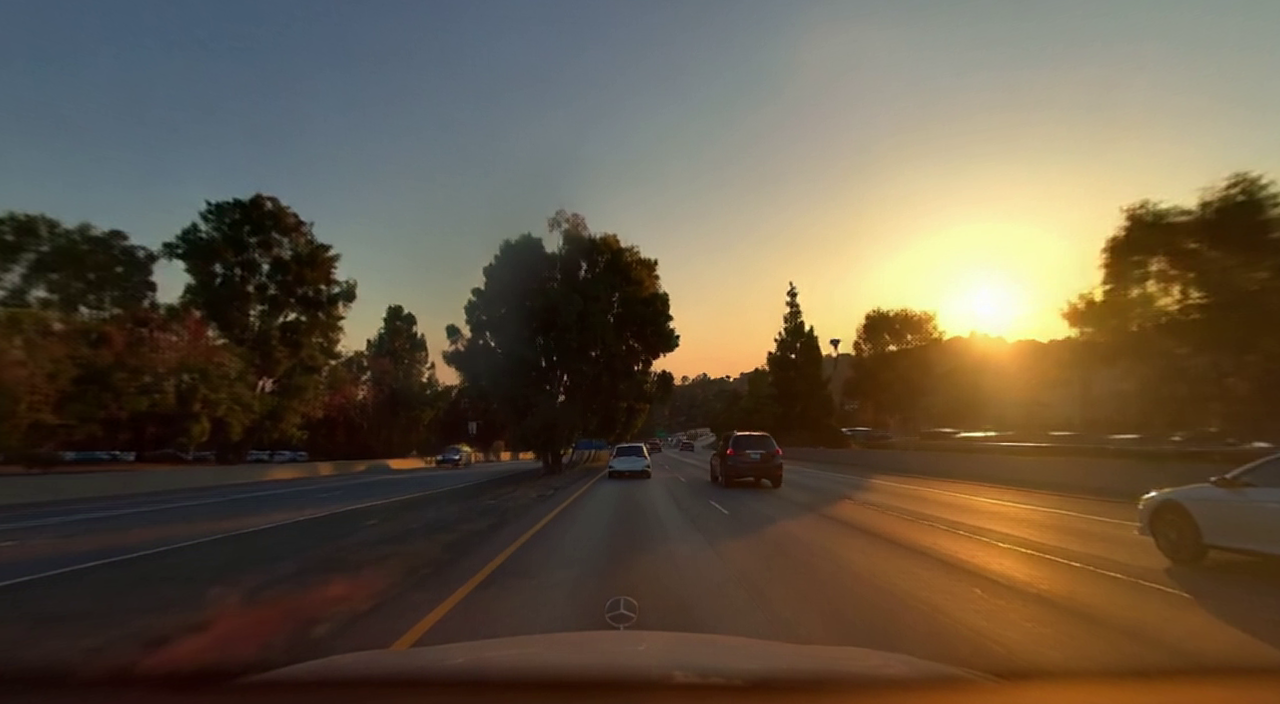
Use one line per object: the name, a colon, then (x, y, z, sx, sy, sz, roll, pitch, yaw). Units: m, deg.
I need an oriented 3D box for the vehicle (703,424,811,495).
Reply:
vehicle: (3.294, 3.152, 18.887, 2.186, 1.842, 4.553, 0, -8, -2)

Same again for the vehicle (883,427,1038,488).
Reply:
vehicle: (11.285, 3.784, 23.011, 2.533, 1.900, 6.143, 0, -8, 1)

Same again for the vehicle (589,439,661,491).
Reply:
vehicle: (-0.434, 3.511, 19.923, 2.040, 1.451, 3.736, 0, -8, 0)

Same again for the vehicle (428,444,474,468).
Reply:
vehicle: (-14.227, 7.805, 47.788, 1.971, 1.718, 4.408, 0, -8, 1)
